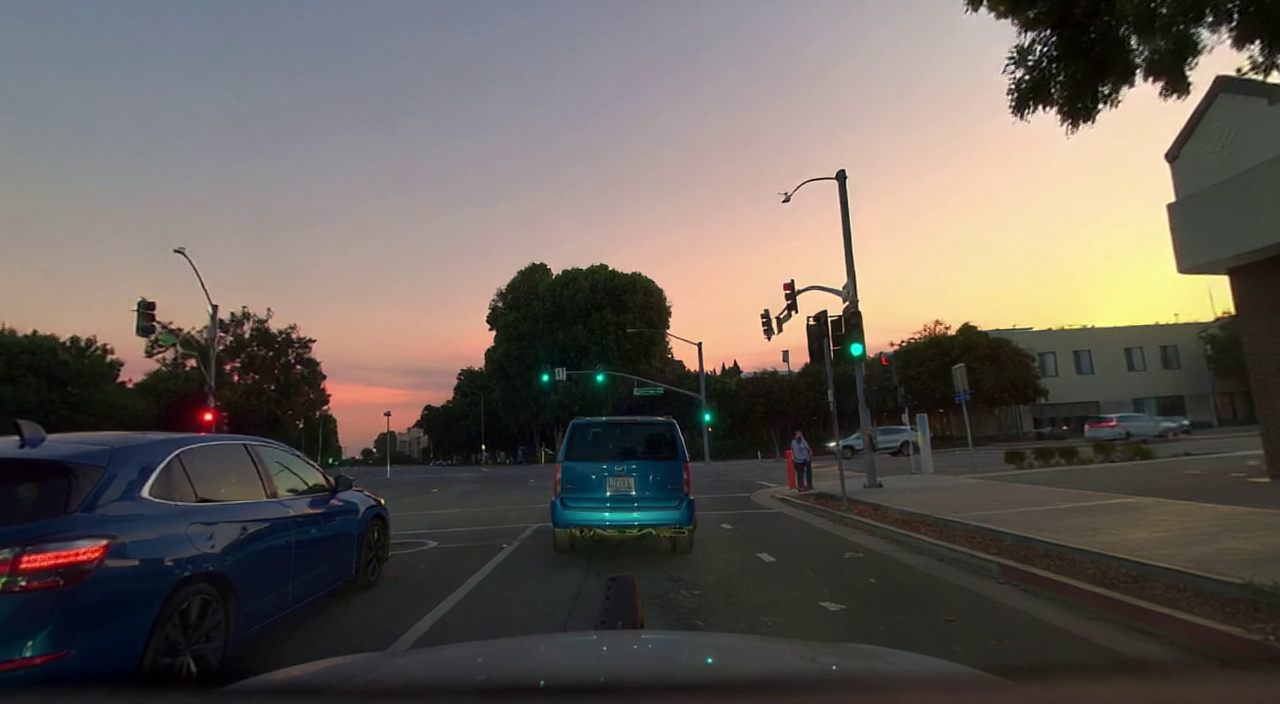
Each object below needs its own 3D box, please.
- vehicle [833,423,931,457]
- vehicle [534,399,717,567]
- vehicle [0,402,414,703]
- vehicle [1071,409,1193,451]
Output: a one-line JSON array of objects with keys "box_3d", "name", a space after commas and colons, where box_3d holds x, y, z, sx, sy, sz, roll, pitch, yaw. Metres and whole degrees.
[{"box_3d": [13.534, 4.924, 35.374, 4.872, 1.806, 2.107, 3, -9, -20], "name": "vehicle"}, {"box_3d": [-0.172, 1.795, 9.341, 2.059, 1.877, 4.249, 0, -8, 0], "name": "vehicle"}, {"box_3d": [-3.370, 1.262, 4.554, 2.011, 1.527, 4.008, 0, -8, -1], "name": "vehicle"}, {"box_3d": [25.395, 4.014, 32.611, 5.215, 1.967, 2.392, 1, -8, -20], "name": "vehicle"}]
